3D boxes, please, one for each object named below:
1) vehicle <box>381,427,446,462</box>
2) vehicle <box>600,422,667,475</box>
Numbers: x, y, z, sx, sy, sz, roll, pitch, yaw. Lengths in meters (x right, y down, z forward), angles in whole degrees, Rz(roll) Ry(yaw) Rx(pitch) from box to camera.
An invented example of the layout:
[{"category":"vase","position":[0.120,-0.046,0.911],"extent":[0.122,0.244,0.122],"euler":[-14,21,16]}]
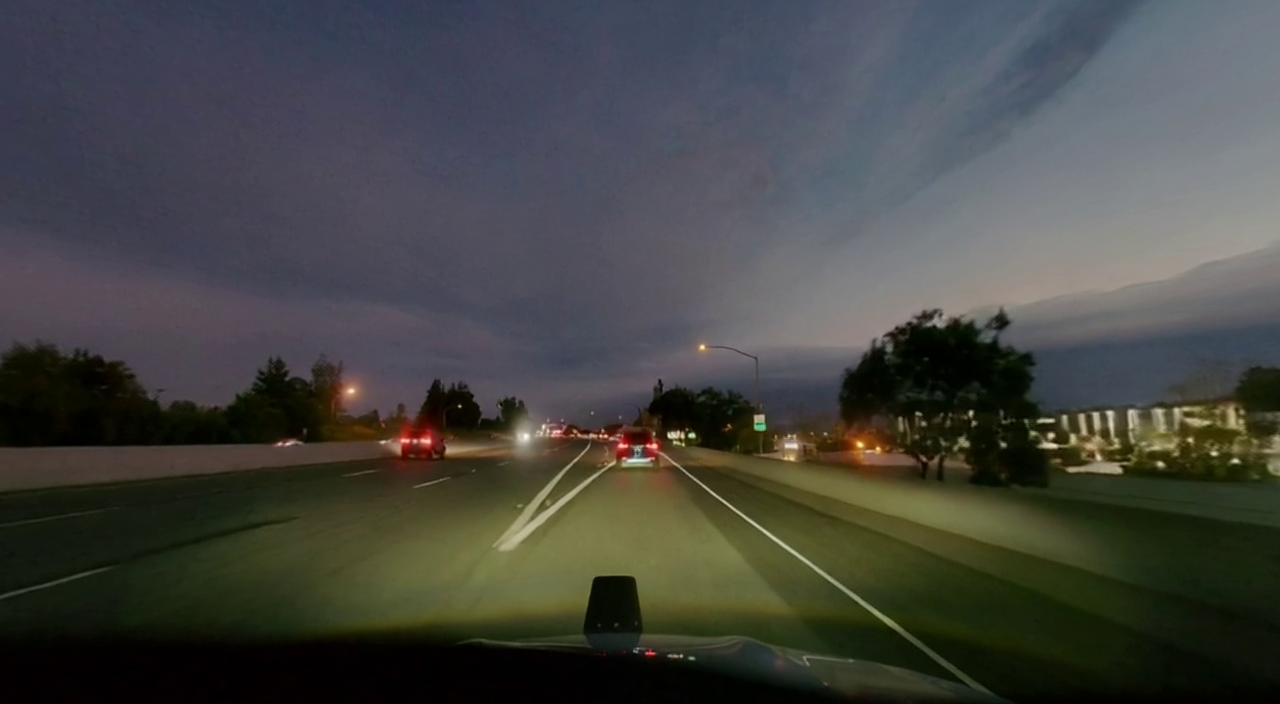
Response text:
[{"category":"vehicle","position":[-13.540,5.587,38.164],"extent":[2.289,1.955,5.147],"euler":[1,-9,-4]},{"category":"vehicle","position":[-0.266,4.009,26.416],"extent":[2.497,1.957,5.432],"euler":[0,-8,-1]}]
